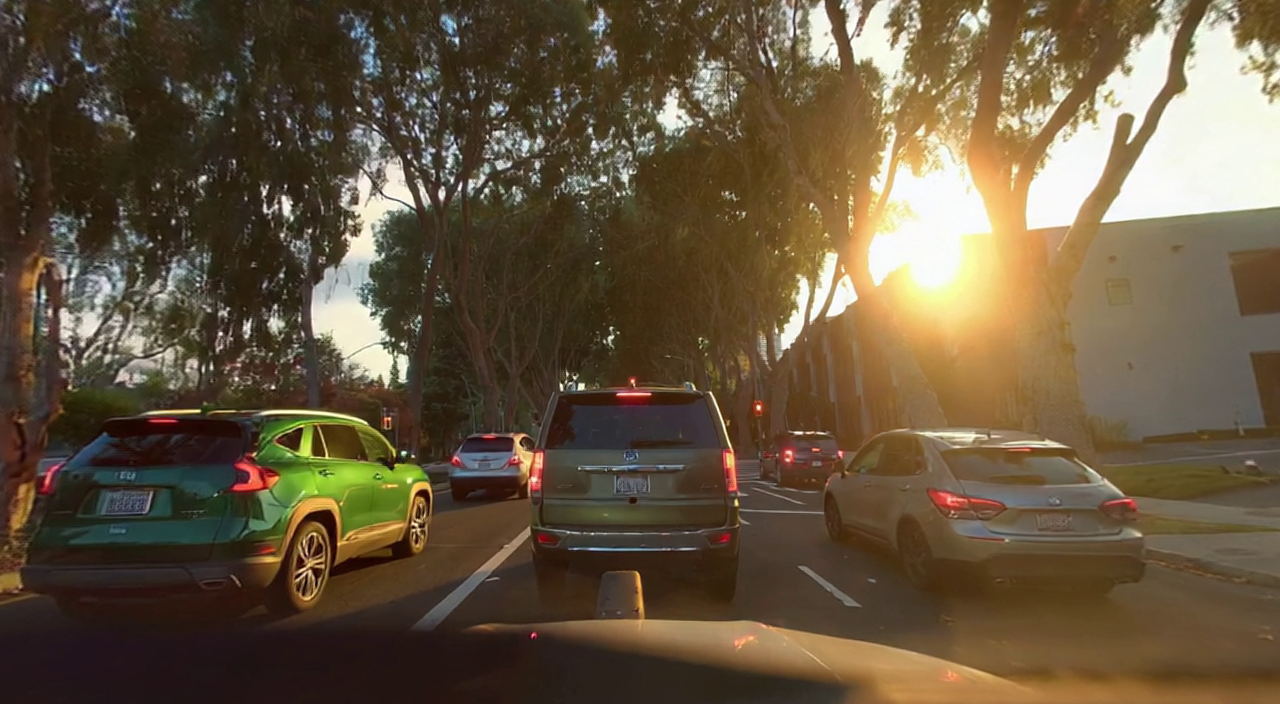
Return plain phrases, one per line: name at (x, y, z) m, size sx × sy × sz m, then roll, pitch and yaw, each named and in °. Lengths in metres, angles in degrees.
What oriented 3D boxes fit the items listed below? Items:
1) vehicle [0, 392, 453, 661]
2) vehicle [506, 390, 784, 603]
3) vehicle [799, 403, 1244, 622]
vehicle at (-3.373, 1.372, 5.978) m, size 1.961 × 1.639 × 4.064 m, roll 0°, pitch -9°, yaw 0°
vehicle at (0.020, 1.485, 7.249) m, size 2.294 × 1.761 × 3.857 m, roll 0°, pitch -9°, yaw -1°
vehicle at (3.475, 1.550, 7.051) m, size 2.202 × 1.657 × 4.298 m, roll 0°, pitch -9°, yaw -1°
